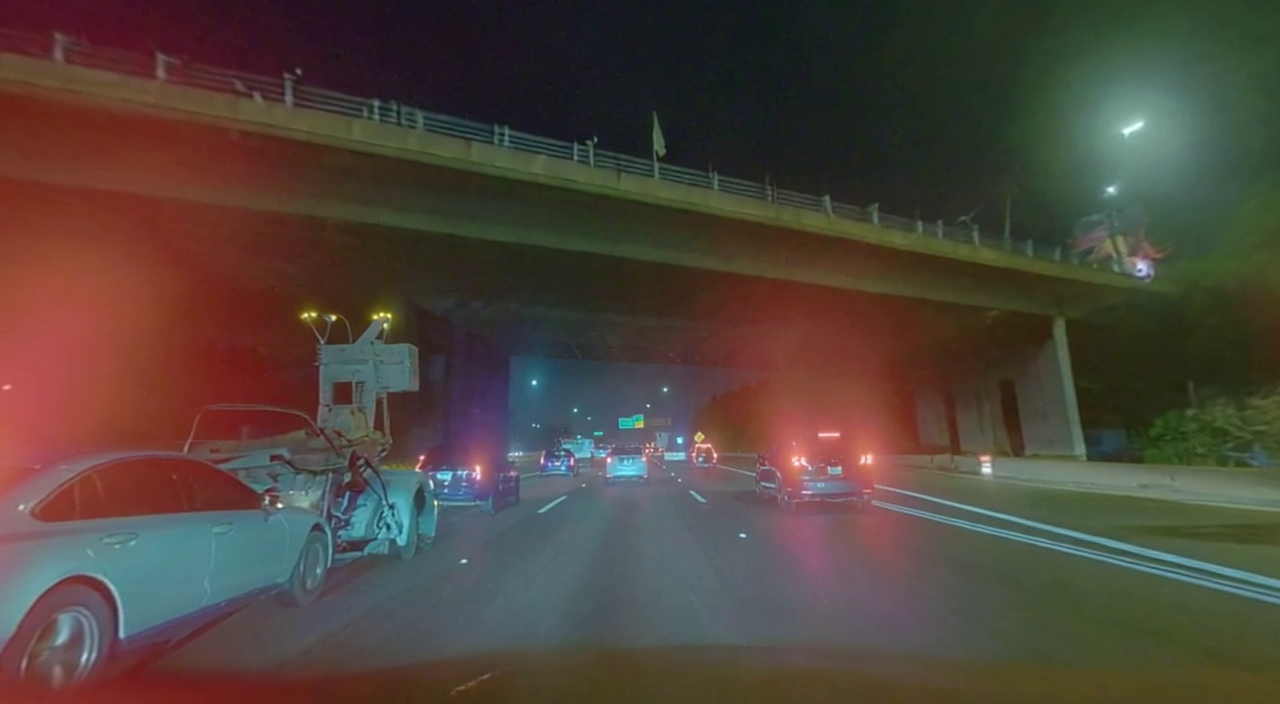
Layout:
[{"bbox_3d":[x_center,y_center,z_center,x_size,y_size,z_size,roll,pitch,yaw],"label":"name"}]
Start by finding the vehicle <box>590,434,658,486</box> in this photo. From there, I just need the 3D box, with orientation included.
[{"bbox_3d":[-0.532,3.878,22.982,2.270,1.696,4.061,0,-8,0],"label":"vehicle"}]

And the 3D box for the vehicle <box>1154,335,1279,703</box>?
[{"bbox_3d":[3.324,0.511,0.461,2.036,1.676,4.599,0,-8,1],"label":"vehicle"}]

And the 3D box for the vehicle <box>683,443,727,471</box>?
[{"bbox_3d":[3.573,5.871,35.424,2.003,1.465,4.092,0,-8,-1],"label":"vehicle"}]

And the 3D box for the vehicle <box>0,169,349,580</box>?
[{"bbox_3d":[-7.567,0.437,7.531,2.959,3.886,10.574,0,-8,1],"label":"vehicle"}]

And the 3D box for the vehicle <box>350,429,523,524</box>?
[{"bbox_3d":[-3.987,2.509,13.300,2.124,1.639,4.344,0,-8,1],"label":"vehicle"}]

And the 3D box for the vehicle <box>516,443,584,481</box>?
[{"bbox_3d":[-3.718,4.633,26.935,2.141,1.455,4.447,0,-8,1],"label":"vehicle"}]
